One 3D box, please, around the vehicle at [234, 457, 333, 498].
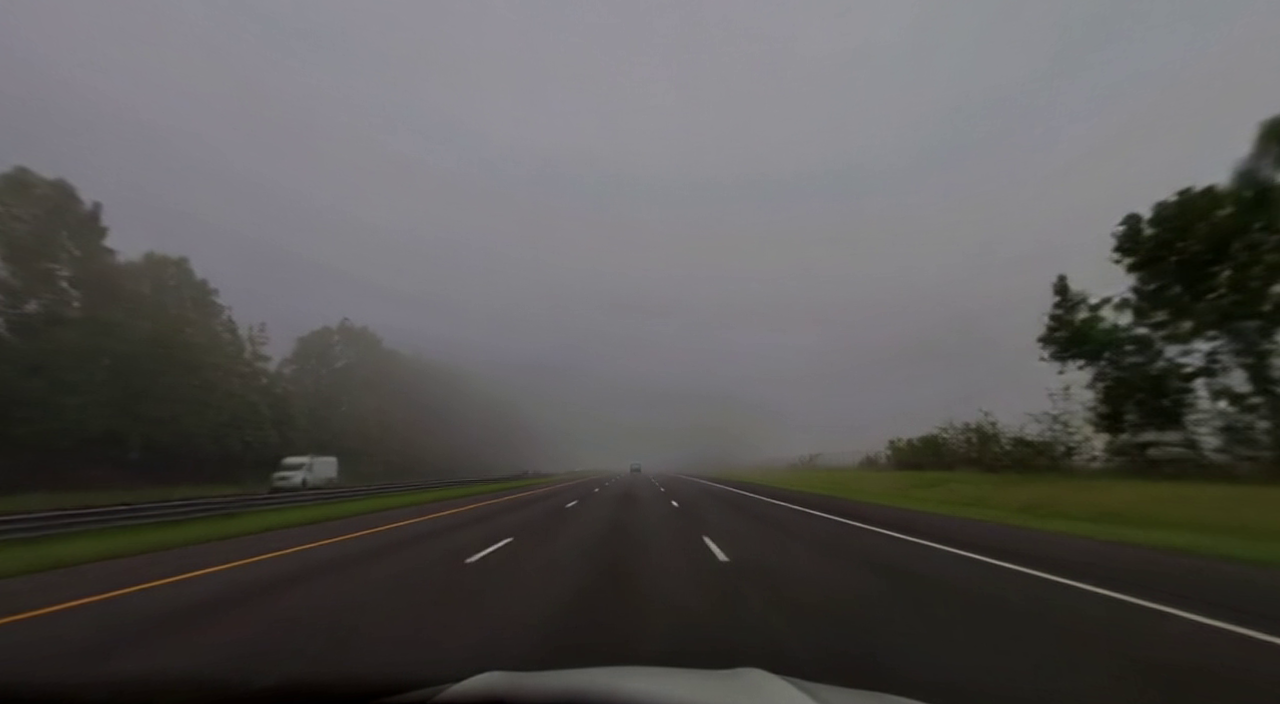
[{"bbox_3d":[-18.047,6.385,32.234,2.067,1.886,4.920,1,-10,1],"label":"vehicle"}]
